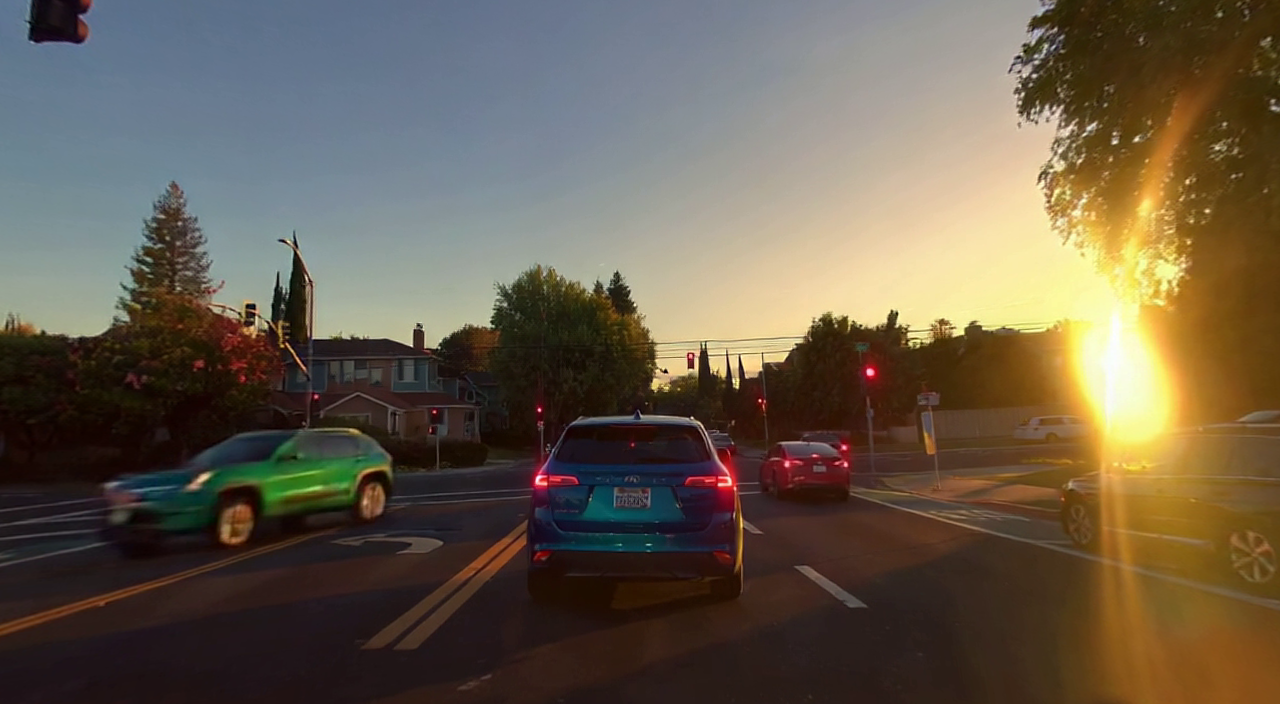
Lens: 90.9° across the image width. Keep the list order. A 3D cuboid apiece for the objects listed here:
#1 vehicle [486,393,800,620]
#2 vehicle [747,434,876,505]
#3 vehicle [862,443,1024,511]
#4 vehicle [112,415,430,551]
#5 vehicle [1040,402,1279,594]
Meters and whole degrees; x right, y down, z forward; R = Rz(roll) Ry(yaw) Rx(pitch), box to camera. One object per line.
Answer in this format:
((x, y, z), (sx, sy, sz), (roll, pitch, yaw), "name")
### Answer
((0.049, 1.468, 6.937), (2.322, 1.667, 4.367), (0, -8, 1), "vehicle")
((4.143, 2.914, 16.145), (2.077, 1.527, 4.755), (0, -8, 1), "vehicle")
((7.293, 3.011, 15.799), (1.860, 1.436, 4.479), (0, -8, 0), "vehicle")
((-5.870, 2.129, 11.013), (2.059, 1.797, 4.824), (-2, -8, 10), "vehicle")
((7.026, 1.535, 7.046), (1.989, 1.791, 4.735), (0, -8, 1), "vehicle")
